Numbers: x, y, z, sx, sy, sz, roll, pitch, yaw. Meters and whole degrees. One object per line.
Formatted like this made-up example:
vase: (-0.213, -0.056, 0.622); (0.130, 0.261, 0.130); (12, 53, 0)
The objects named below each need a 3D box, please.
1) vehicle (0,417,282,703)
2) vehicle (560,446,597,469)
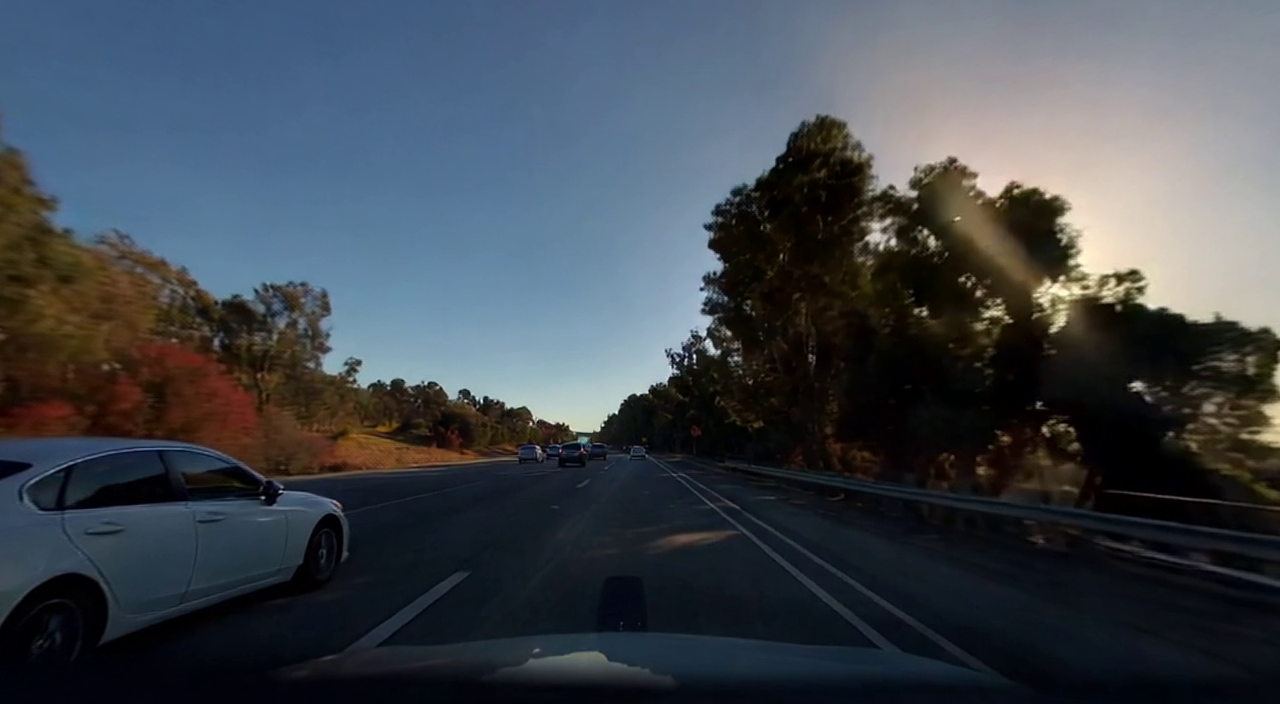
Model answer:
vehicle: (-4.172, 1.099, 3.276); (1.965, 1.485, 4.460); (0, -9, 0)
vehicle: (-4.230, 7.340, 43.920); (2.120, 1.458, 4.031); (0, -9, 0)
